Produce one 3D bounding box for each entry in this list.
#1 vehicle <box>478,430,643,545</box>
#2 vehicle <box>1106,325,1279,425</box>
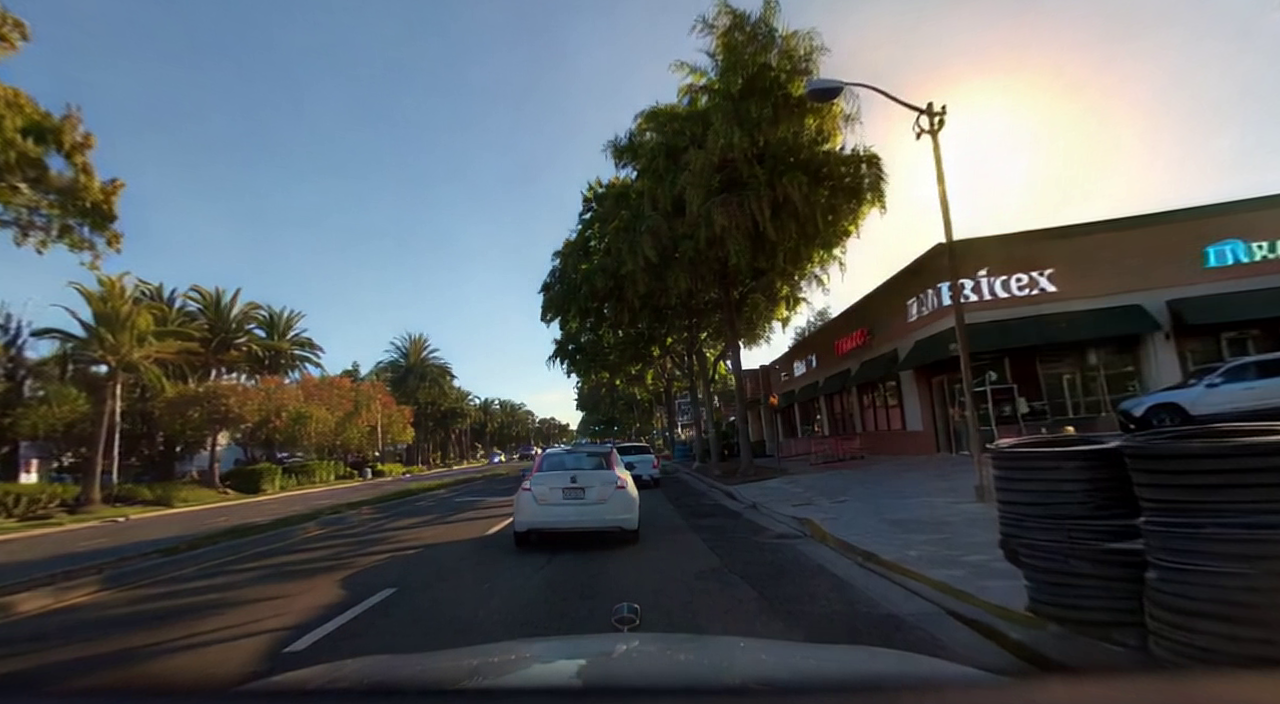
[{"bbox_3d":[-1.103,2.096,10.439,2.169,1.495,4.048,0,-8,-2],"label":"vehicle"},{"bbox_3d":[13.323,0.670,14.290,1.854,1.693,4.798,-1,-10,0],"label":"vehicle"}]
